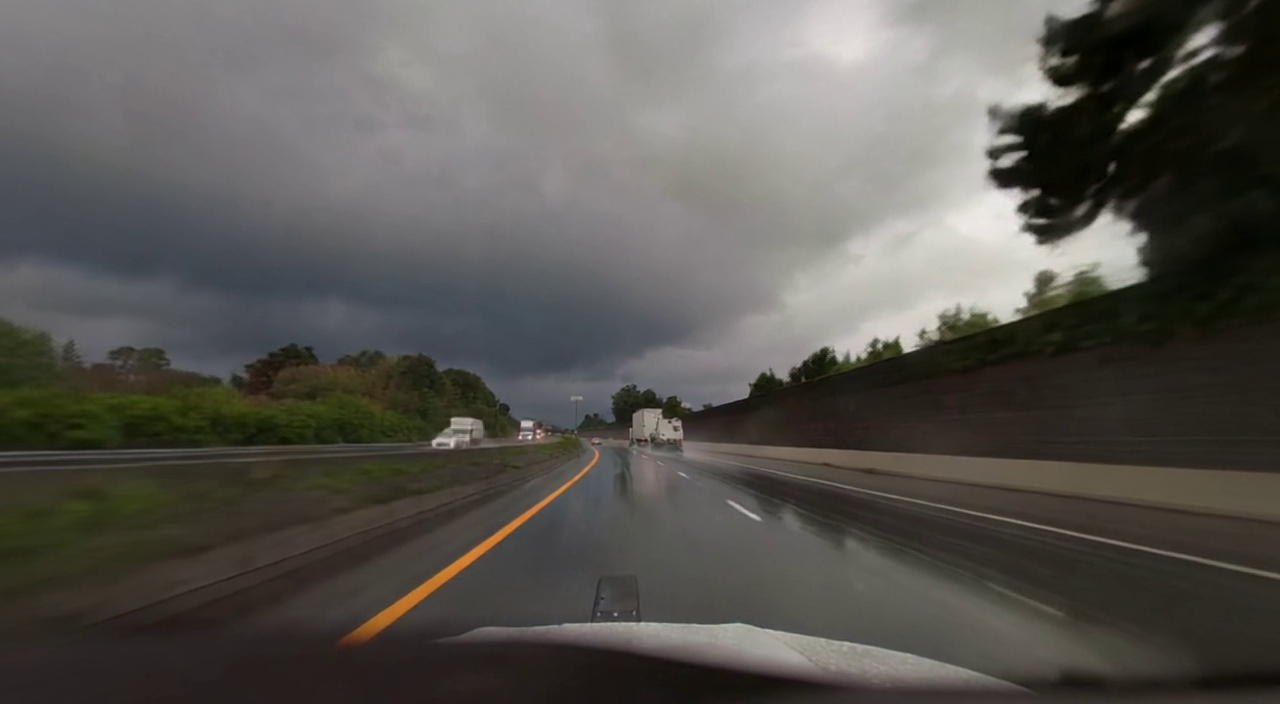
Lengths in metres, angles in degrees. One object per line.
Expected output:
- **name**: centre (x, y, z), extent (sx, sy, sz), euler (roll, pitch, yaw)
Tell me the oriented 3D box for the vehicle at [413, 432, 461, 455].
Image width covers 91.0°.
- **vehicle**: centre (-14.064, 6.368, 43.950), extent (2.027, 1.507, 4.580), euler (0, -8, -3)
